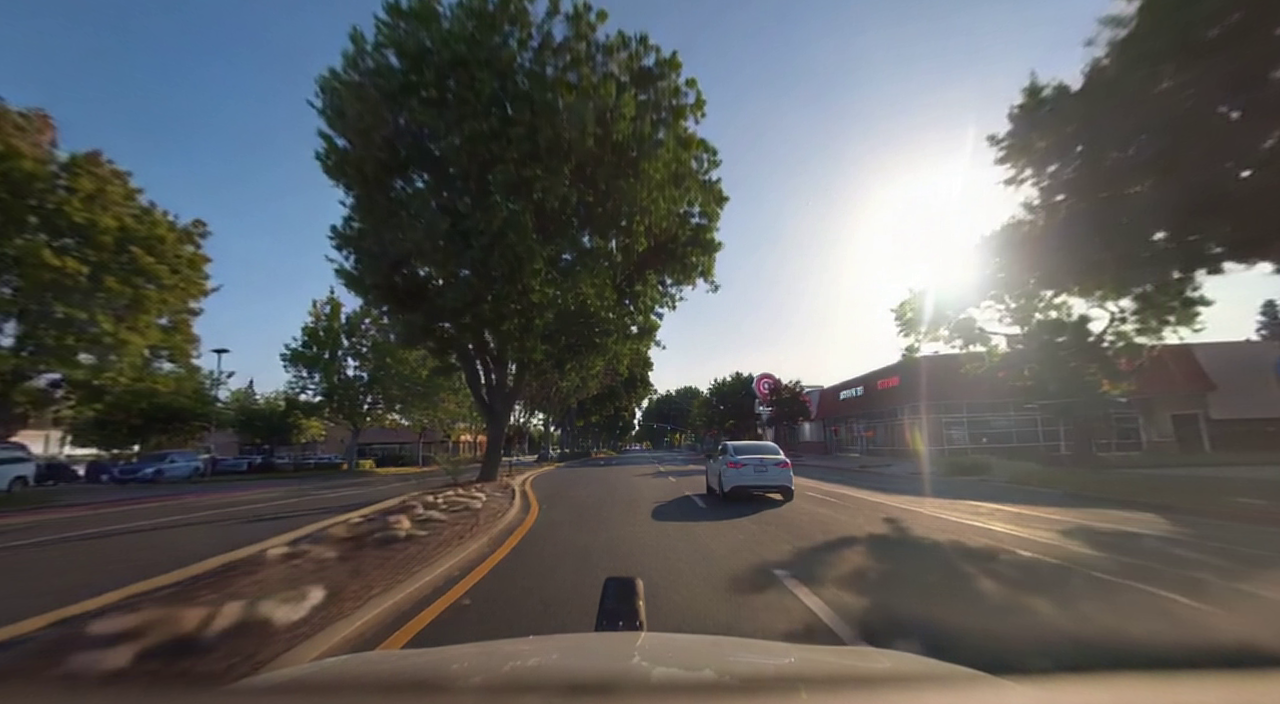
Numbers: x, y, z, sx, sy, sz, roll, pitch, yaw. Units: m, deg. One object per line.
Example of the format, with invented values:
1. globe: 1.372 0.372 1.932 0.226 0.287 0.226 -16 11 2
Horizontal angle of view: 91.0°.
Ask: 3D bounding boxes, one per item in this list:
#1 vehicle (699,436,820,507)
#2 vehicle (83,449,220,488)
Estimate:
1. vehicle: 2.731 2.852 15.504 2.015 1.479 4.444 0 -9 -1
2. vehicle: -28.580 6.810 37.183 6.011 2.042 2.375 5 -10 -31
